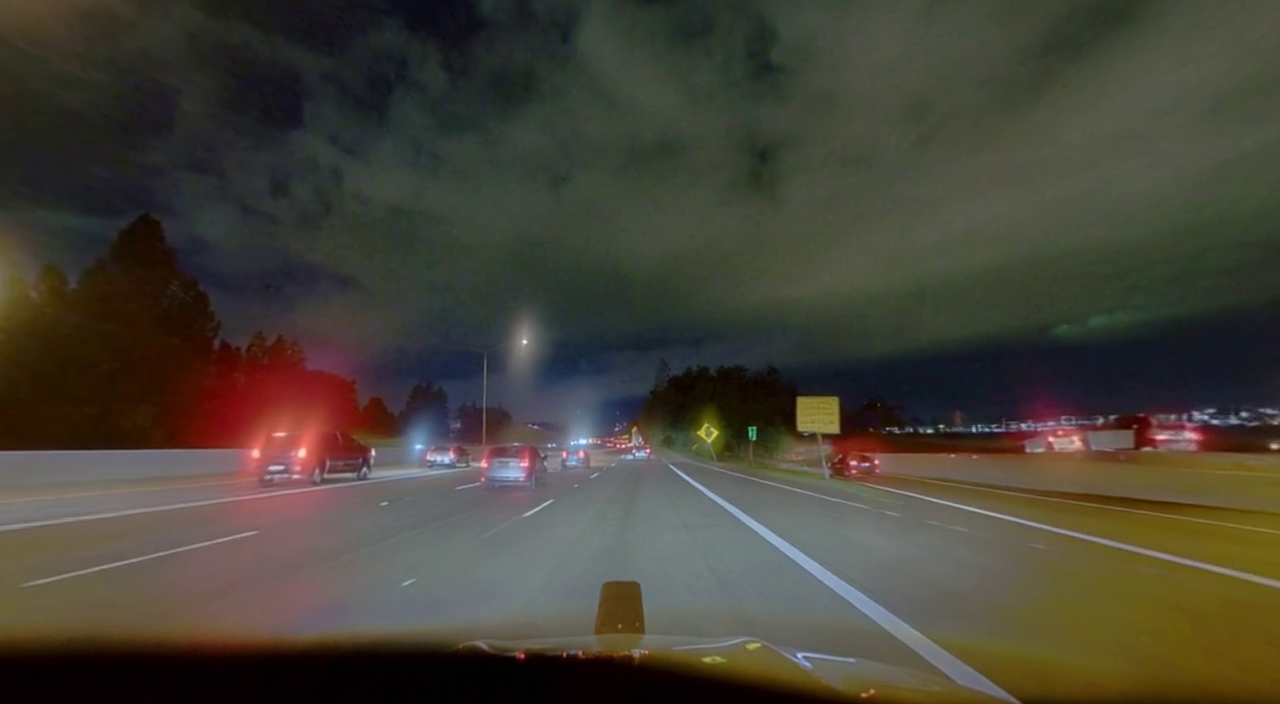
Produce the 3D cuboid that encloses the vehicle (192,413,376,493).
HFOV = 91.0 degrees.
[{"bbox_3d":[-11.082,3.239,20.358,2.442,2.191,5.760,0,-9,1],"label":"vehicle"}]

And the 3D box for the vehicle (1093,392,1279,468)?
[{"bbox_3d":[31.500,4.710,36.795,3.997,3.685,10.600,-3,-9,12],"label":"vehicle"}]

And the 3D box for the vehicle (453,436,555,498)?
[{"bbox_3d":[-4.084,3.544,19.809,2.132,1.708,4.571,0,-9,1],"label":"vehicle"}]

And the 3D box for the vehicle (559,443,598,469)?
[{"bbox_3d":[-4.339,7.421,45.113,2.107,1.787,4.685,0,-9,2],"label":"vehicle"}]

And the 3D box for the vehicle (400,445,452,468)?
[{"bbox_3d":[-14.822,7.227,43.832,1.977,1.501,4.455,0,-9,2],"label":"vehicle"}]

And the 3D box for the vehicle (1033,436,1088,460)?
[{"bbox_3d":[32.260,7.367,48.441,1.998,1.732,4.432,-2,-9,13],"label":"vehicle"}]

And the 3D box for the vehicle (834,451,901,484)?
[{"bbox_3d":[11.823,6.013,33.079,2.153,1.510,4.646,-1,-9,6],"label":"vehicle"}]
